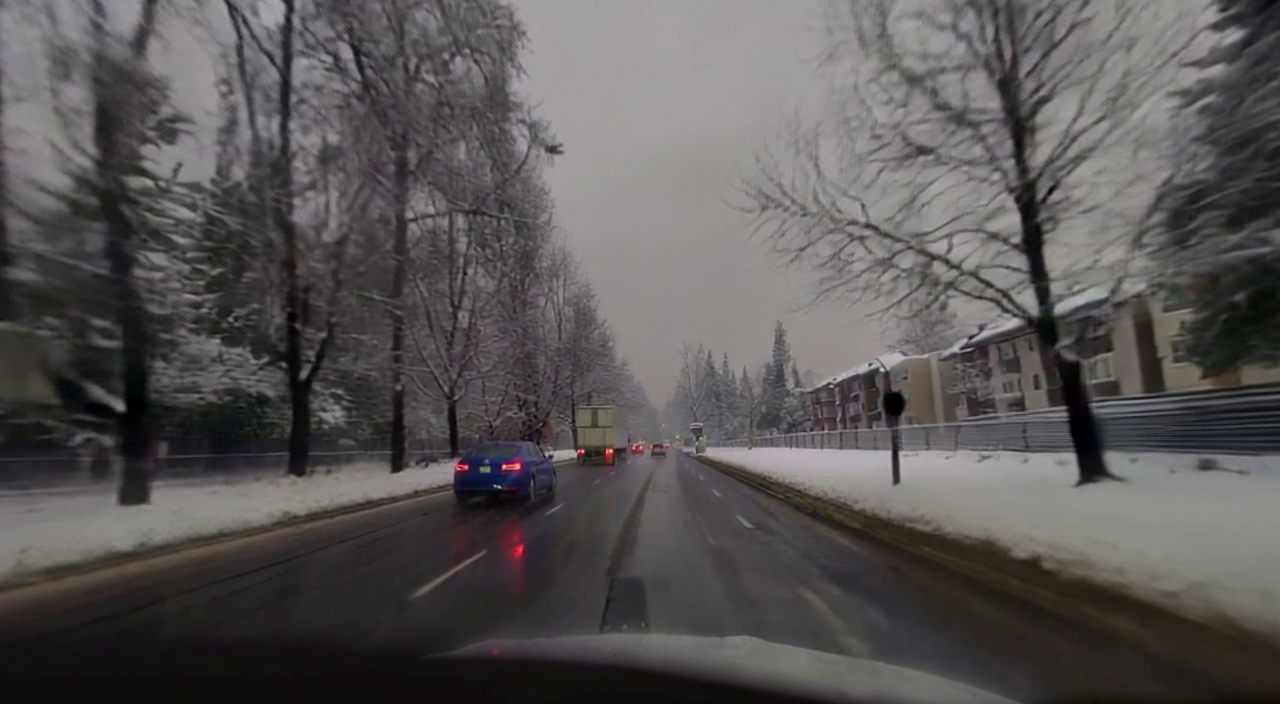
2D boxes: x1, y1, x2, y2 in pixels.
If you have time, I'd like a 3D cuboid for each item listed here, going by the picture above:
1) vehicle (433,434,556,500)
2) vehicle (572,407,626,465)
[{"bbox_3d":[-3.565,2.903,16.372,2.005,1.462,4.345,0,-8,2],"label":"vehicle"},{"bbox_3d":[-2.430,5.443,40.450,2.746,3.276,8.572,0,-8,1],"label":"vehicle"}]
